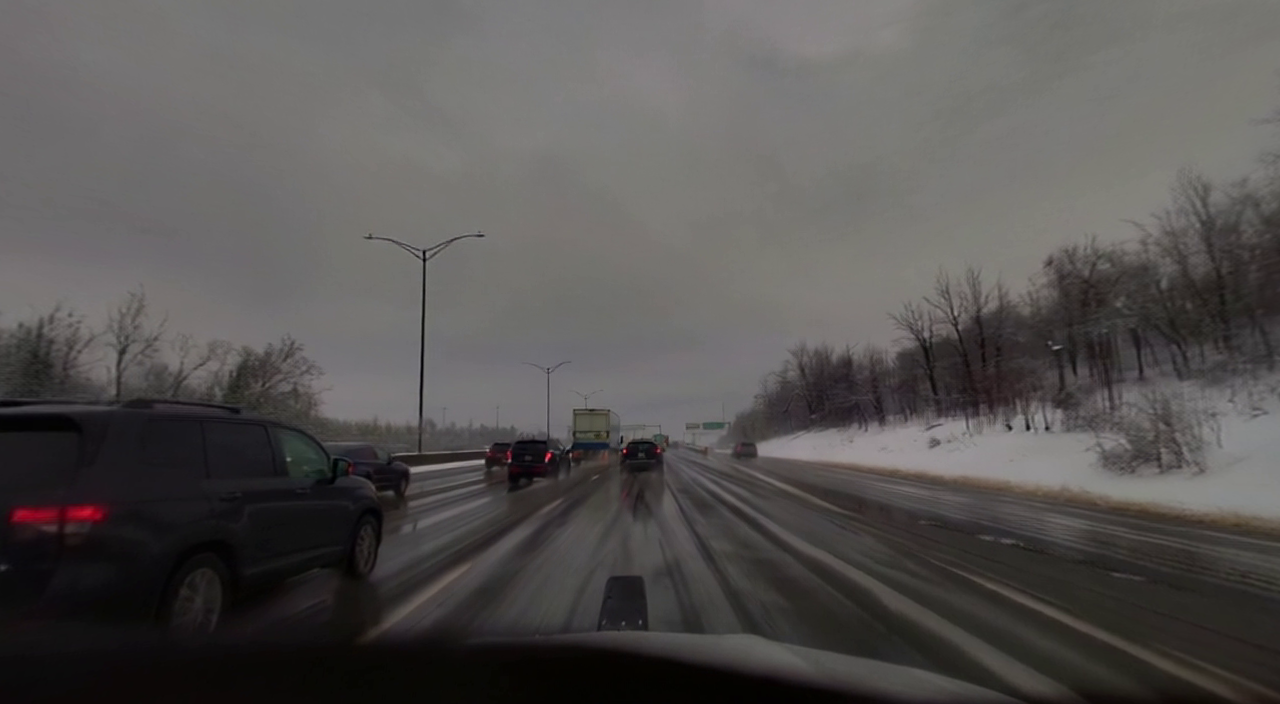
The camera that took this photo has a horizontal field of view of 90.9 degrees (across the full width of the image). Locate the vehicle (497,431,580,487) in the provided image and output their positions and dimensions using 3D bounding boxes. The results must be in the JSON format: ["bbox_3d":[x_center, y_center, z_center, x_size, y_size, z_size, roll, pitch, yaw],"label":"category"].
[{"bbox_3d":[-3.505,3.784,22.684,2.125,1.792,4.466,0,-8,2],"label":"vehicle"}]

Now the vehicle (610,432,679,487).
[{"bbox_3d":[0.153,3.699,22.009,2.180,1.716,3.920,0,-8,0],"label":"vehicle"}]

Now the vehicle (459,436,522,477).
[{"bbox_3d":[-7.069,4.980,30.264,1.998,1.770,4.222,0,-8,0],"label":"vehicle"}]

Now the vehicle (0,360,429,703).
[{"bbox_3d":[-3.485,1.198,4.794,2.209,1.711,4.296,0,-8,1],"label":"vehicle"}]
